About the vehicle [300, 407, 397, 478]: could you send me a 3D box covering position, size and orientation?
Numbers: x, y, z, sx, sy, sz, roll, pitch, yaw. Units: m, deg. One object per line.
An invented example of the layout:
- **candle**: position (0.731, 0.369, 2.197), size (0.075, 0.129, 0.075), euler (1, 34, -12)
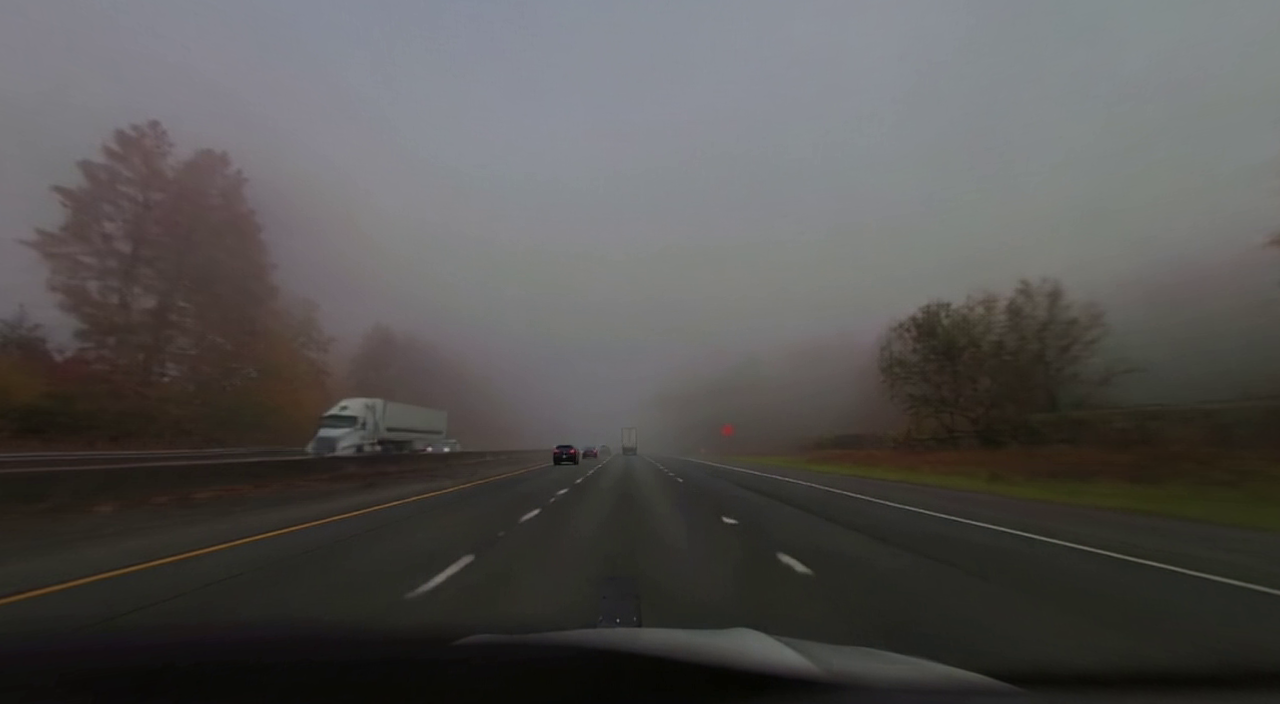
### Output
- **vehicle**: position (-17.517, 5.523, 38.191), size (2.968, 3.949, 6.095), euler (1, -9, -2)

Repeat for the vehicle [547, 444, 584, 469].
- **vehicle**: position (-4.707, 6.651, 39.973), size (1.963, 1.475, 3.665), euler (0, -9, -1)
